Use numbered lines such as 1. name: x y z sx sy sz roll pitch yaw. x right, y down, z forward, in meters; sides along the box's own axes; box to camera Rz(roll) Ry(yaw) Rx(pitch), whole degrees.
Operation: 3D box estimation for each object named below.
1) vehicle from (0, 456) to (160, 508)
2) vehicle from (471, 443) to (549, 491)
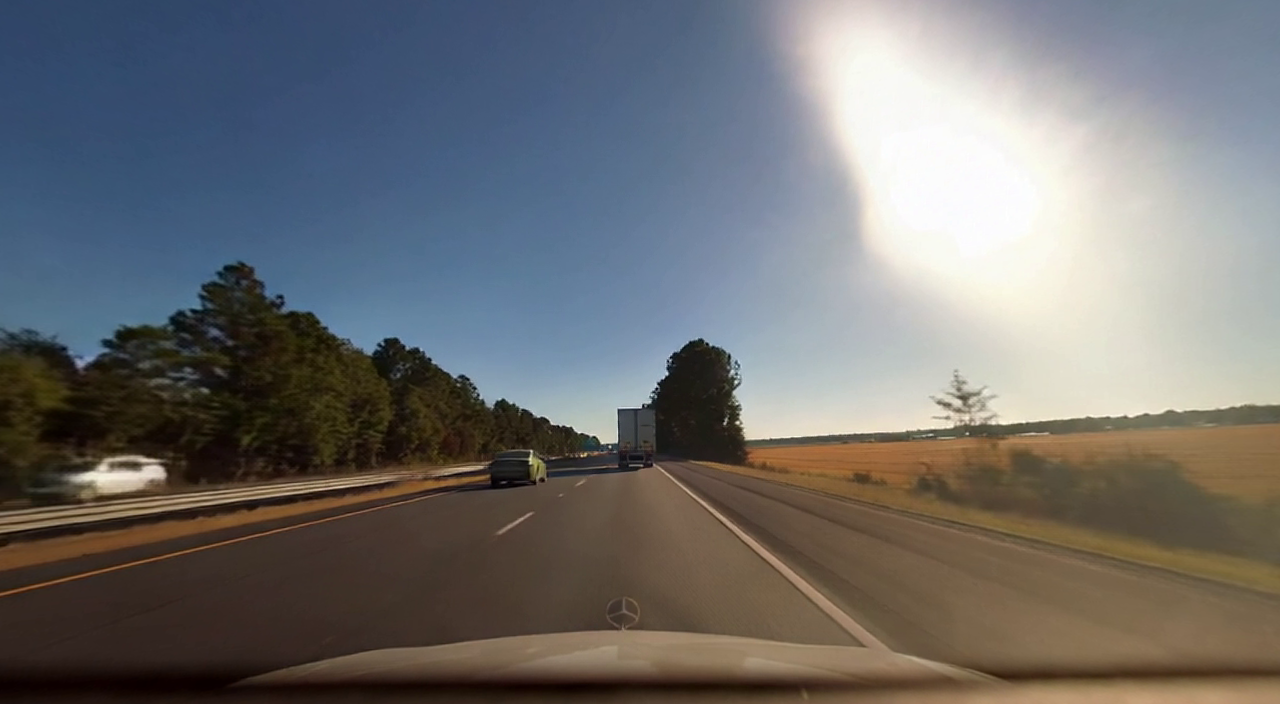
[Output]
1. vehicle: -17.847 4.094 20.298 1.805 1.466 3.803 0 -9 0
2. vehicle: -4.472 4.006 22.243 1.937 1.493 3.779 0 -9 0
